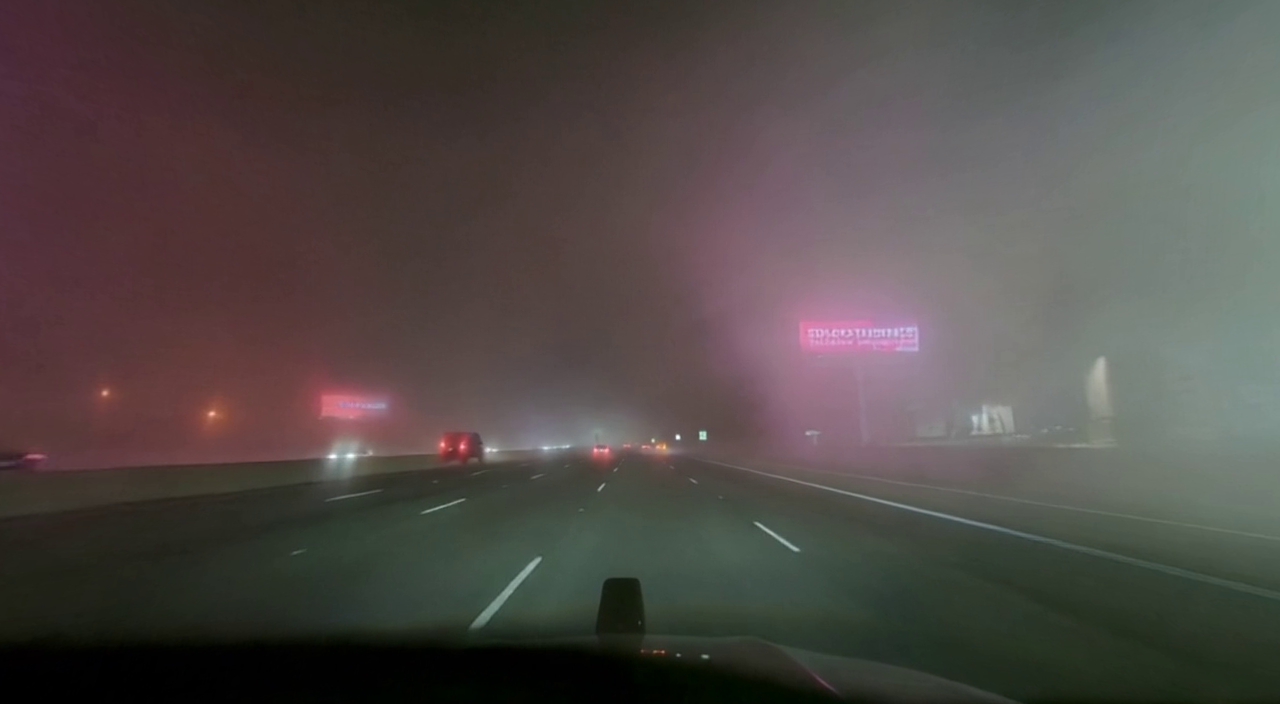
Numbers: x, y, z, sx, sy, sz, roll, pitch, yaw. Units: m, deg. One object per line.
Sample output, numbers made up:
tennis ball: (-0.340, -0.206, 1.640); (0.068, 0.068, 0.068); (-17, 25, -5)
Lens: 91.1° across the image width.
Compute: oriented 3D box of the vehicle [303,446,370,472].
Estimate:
vehicle: (-19.178, 6.731, 39.888); (1.971, 1.522, 4.463); (0, -8, 0)

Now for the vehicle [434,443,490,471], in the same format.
vehicle: (-10.351, 6.115, 36.918); (1.974, 1.513, 4.584); (0, -8, 0)
